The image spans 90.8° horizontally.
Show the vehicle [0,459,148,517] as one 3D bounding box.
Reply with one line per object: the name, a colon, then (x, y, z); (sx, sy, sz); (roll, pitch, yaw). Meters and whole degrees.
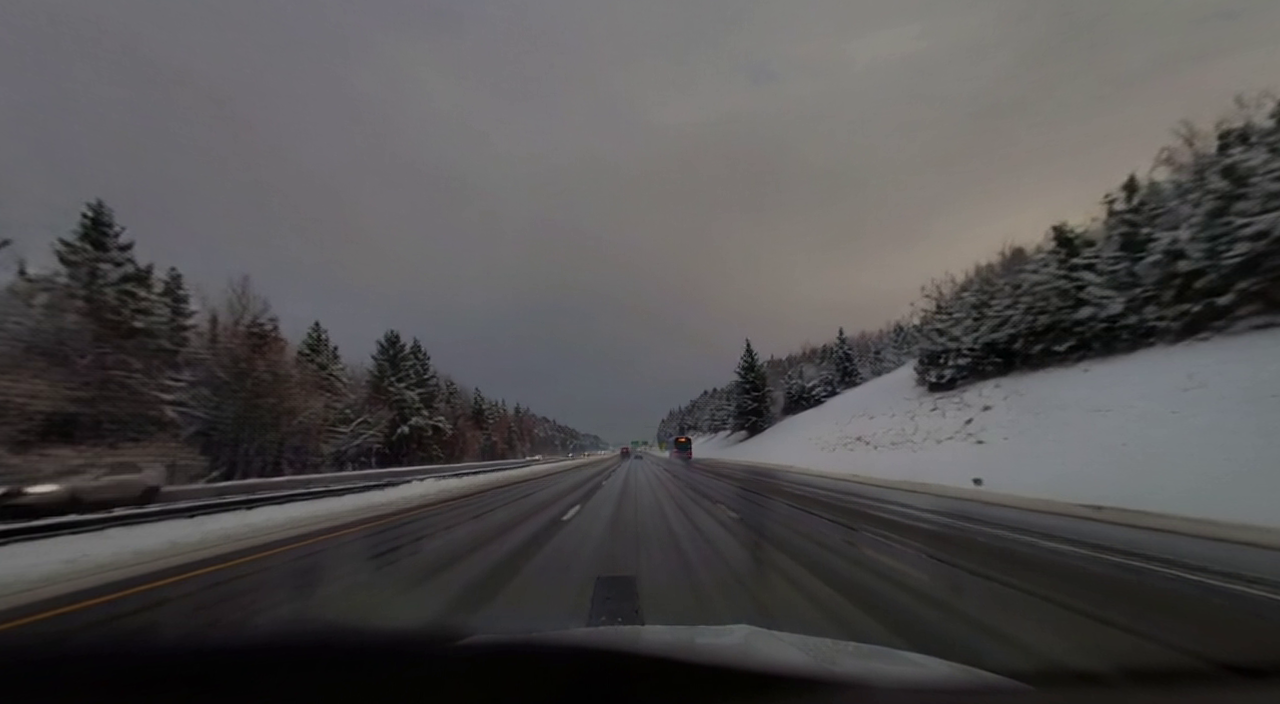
vehicle: (-16.285, 3.756, 17.868); (1.734, 1.406, 3.636); (0, -9, 0)
